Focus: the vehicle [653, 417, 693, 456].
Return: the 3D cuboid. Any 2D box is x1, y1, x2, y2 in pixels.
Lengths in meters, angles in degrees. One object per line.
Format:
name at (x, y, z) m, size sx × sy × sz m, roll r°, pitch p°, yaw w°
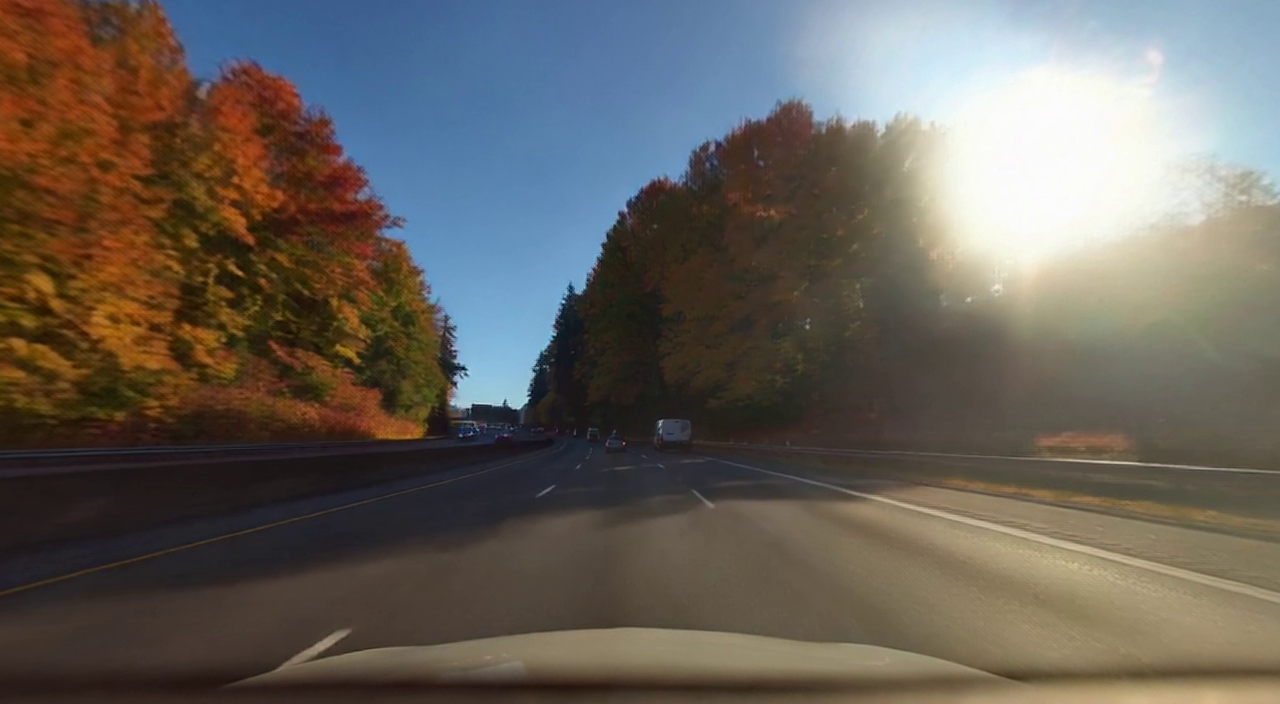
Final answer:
vehicle at (2.290, 6.136, 45.622) m, size 2.411 × 2.614 × 5.781 m, roll 0°, pitch -8°, yaw -1°
